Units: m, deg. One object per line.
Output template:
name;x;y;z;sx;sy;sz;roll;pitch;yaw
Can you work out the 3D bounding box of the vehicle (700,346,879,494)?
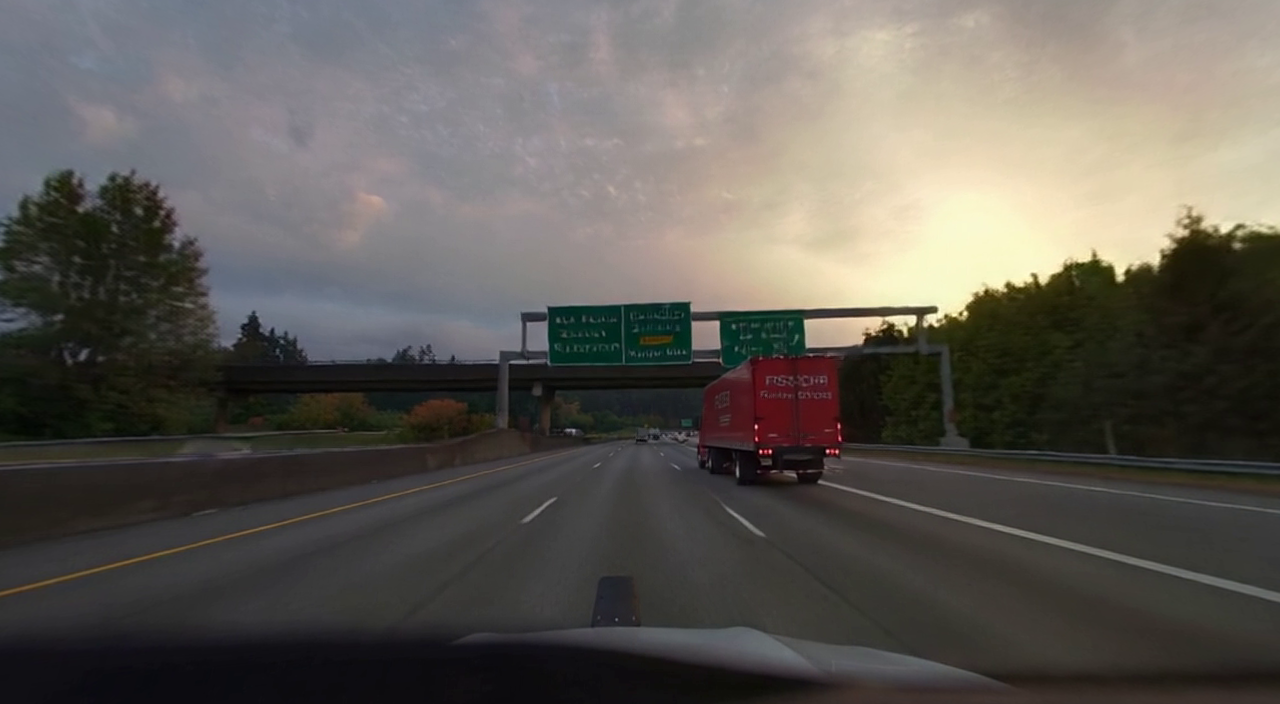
vehicle;3.956;2.286;20.053;2.849;3.391;11.018;0;-8;-1
